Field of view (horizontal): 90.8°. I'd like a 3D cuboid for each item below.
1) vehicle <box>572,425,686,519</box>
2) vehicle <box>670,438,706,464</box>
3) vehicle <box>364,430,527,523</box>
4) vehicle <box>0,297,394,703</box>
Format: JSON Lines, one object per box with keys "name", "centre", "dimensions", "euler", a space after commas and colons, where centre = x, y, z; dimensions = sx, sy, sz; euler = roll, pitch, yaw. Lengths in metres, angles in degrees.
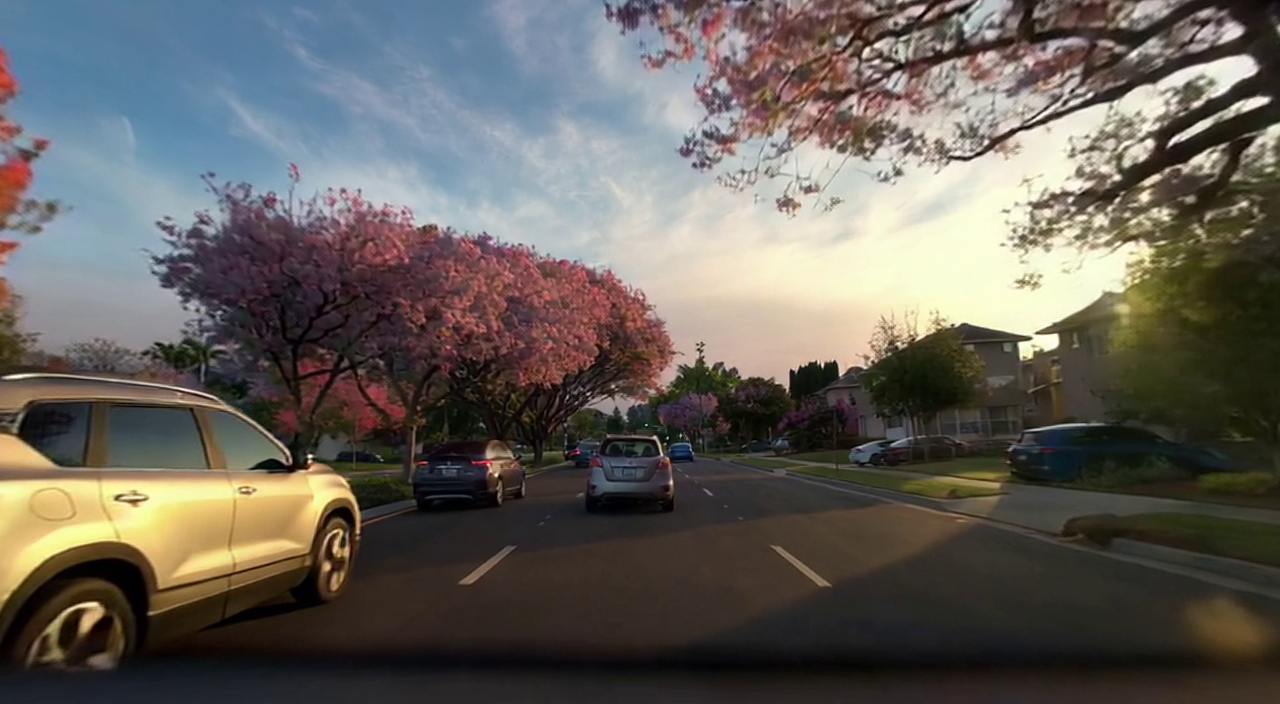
{"name": "vehicle", "centre": [-0.213, 2.387, 13.070], "dimensions": [1.997, 1.636, 3.760], "euler": [0, -8, -1]}
{"name": "vehicle", "centre": [3.299, 6.881, 44.139], "dimensions": [2.161, 1.686, 4.196], "euler": [0, -8, -1]}
{"name": "vehicle", "centre": [-3.696, 2.429, 12.851], "dimensions": [2.066, 1.565, 3.905], "euler": [0, -8, 0]}
{"name": "vehicle", "centre": [-3.636, 1.013, 4.206], "dimensions": [2.161, 1.919, 4.798], "euler": [0, -8, -2]}
